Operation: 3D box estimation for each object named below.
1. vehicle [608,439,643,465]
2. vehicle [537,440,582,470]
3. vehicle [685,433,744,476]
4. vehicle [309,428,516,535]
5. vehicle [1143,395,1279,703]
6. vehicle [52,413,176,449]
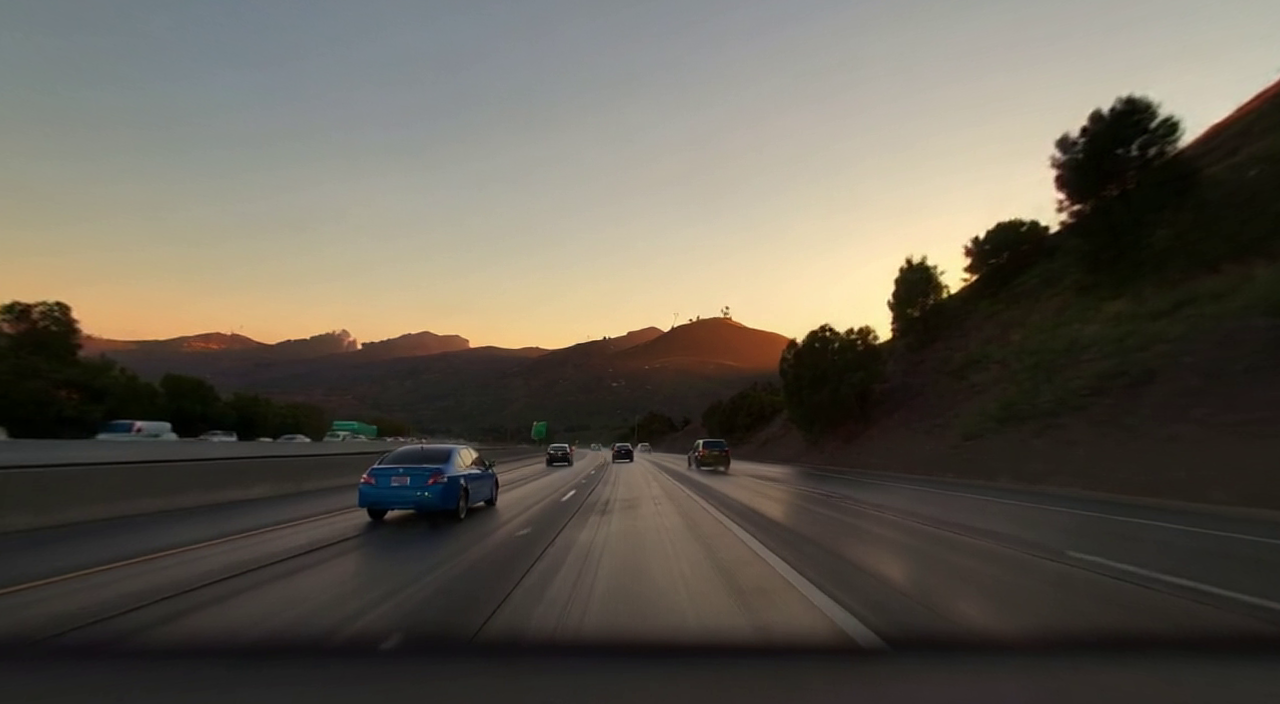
[{"bbox_3d":[-0.872,6.356,40.051,2.147,1.572,4.094,0,-9,0],"label":"vehicle"},{"bbox_3d":[-4.124,5.356,32.824,1.796,1.464,3.839,0,-9,0],"label":"vehicle"},{"bbox_3d":[3.429,4.861,30.056,2.222,1.820,4.733,0,-9,0],"label":"vehicle"},{"bbox_3d":[-3.686,2.177,11.189,1.993,1.500,4.248,0,-9,1],"label":"vehicle"},{"bbox_3d":[3.401,0.656,0.514,2.136,1.511,4.706,0,-9,1],"label":"vehicle"},{"bbox_3d":[-36.355,5.591,43.944,2.560,2.239,7.013,0,-9,0],"label":"vehicle"}]
